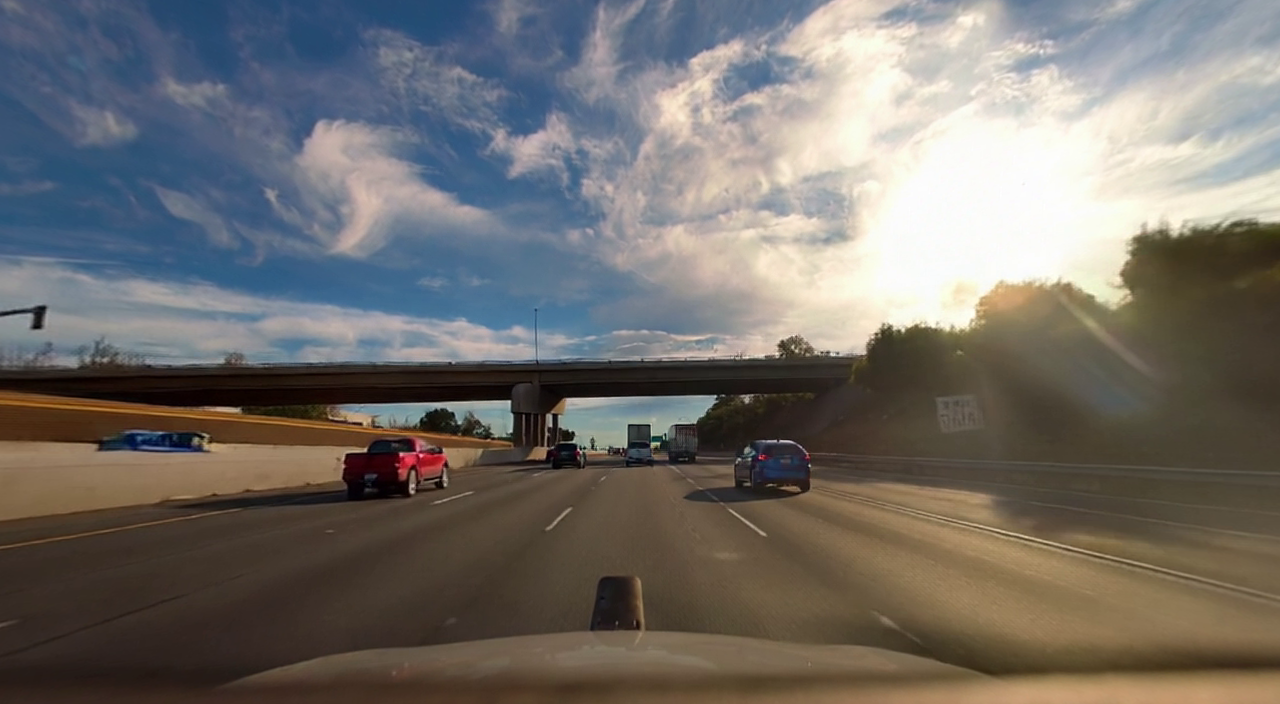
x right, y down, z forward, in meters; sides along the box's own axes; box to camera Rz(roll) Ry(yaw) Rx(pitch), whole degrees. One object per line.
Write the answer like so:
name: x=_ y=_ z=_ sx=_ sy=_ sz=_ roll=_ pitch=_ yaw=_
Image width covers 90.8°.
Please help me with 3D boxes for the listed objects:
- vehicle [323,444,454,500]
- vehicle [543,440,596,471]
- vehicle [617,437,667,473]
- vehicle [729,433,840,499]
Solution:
vehicle: x=-7.204 y=3.458 z=18.682 sx=1.947 sy=1.444 sz=4.595 roll=0 pitch=-9 yaw=0
vehicle: x=-4.084 y=6.112 z=37.595 sx=2.535 sy=1.715 sz=5.030 roll=0 pitch=-9 yaw=0
vehicle: x=0.089 y=5.776 z=35.686 sx=2.572 sy=1.837 sz=5.693 roll=0 pitch=-9 yaw=0
vehicle: x=3.944 y=3.184 z=18.027 sx=2.119 sy=1.653 sz=4.000 roll=0 pitch=-9 yaw=-1
